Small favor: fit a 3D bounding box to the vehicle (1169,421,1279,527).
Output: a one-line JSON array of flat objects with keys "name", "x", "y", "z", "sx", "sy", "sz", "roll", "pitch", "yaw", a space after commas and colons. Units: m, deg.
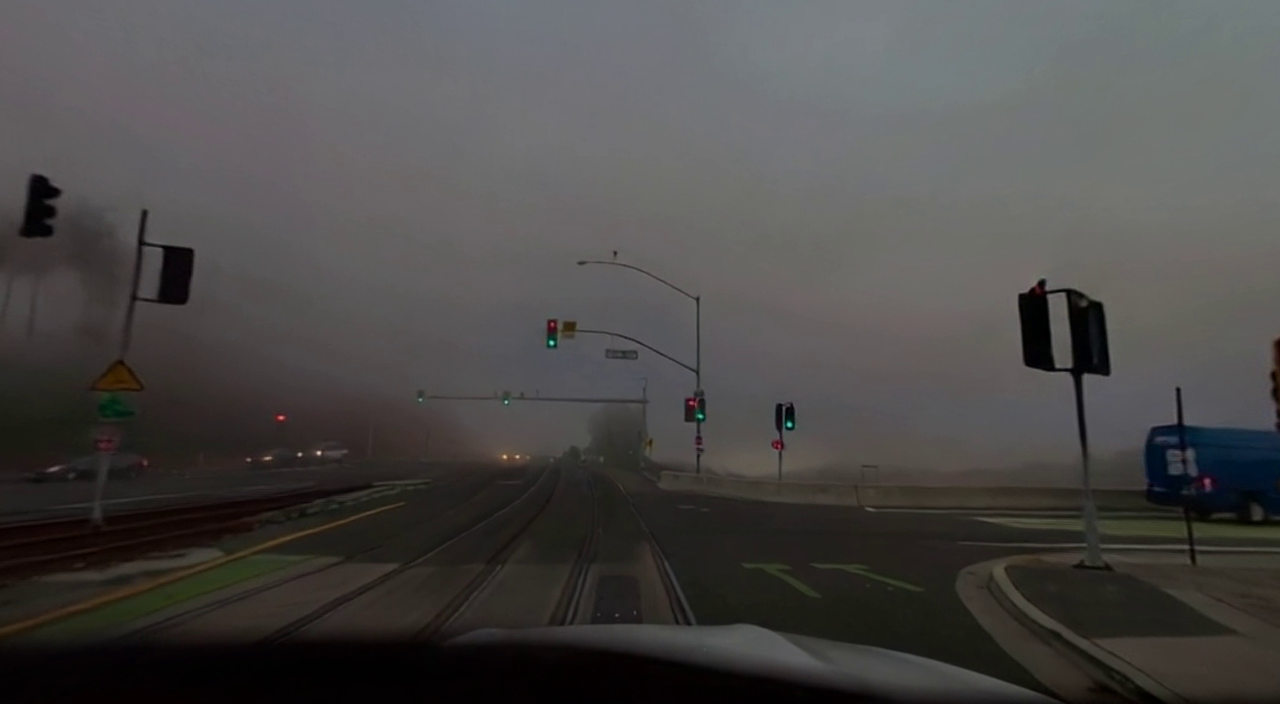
[{"name": "vehicle", "x": 19.821, "y": 3.725, "z": 19.727, "sx": 4.180, "sy": 3.020, "sz": 2.606, "roll": 1, "pitch": -9, "yaw": -7}]
